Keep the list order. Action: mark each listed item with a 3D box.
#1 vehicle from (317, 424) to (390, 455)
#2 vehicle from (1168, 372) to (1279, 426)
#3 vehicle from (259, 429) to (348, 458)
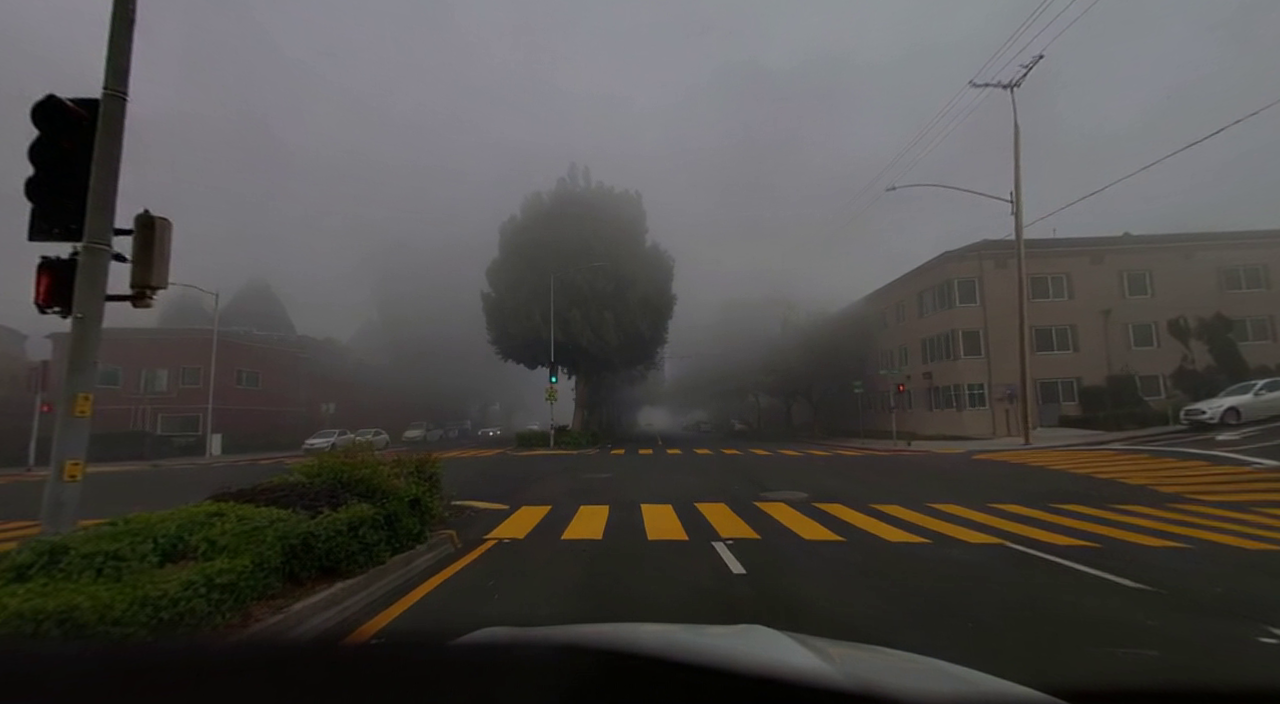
[{"bbox_3d":[-18.288,5.662,40.638,2.225,1.871,5.189,0,-9,0],"label":"vehicle"},{"bbox_3d":[22.344,1.655,23.055,4.531,1.753,1.964,-2,-2,-5],"label":"vehicle"},{"bbox_3d":[-18.083,4.979,34.305,1.939,1.430,5.533,0,-9,-2],"label":"vehicle"}]
